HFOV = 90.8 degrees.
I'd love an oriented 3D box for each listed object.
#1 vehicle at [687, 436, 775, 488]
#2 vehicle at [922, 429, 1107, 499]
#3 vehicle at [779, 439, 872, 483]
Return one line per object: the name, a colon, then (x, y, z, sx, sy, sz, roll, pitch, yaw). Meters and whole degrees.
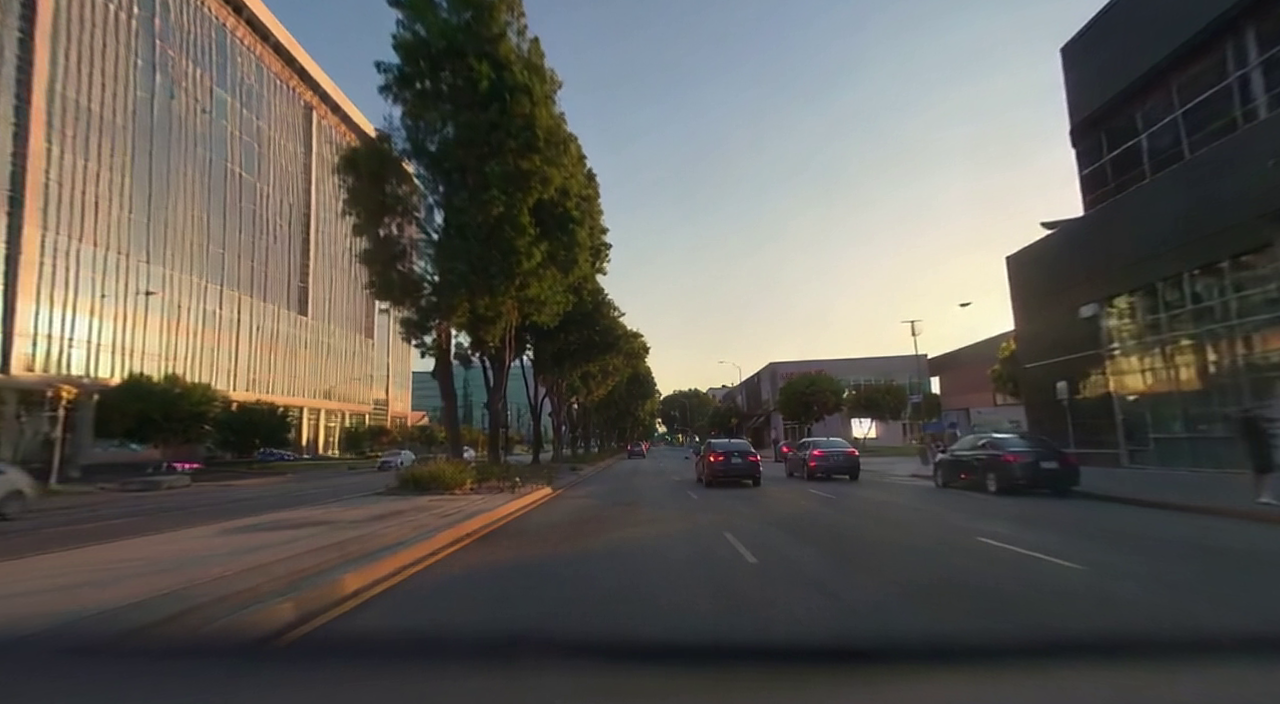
vehicle: (2.872, 3.597, 21.007, 2.131, 1.491, 4.496, 0, -8, -2)
vehicle: (9.772, 2.966, 17.140, 1.952, 1.574, 5.052, 0, -8, 1)
vehicle: (6.541, 3.870, 22.794, 1.912, 1.411, 4.380, 0, -8, -2)
